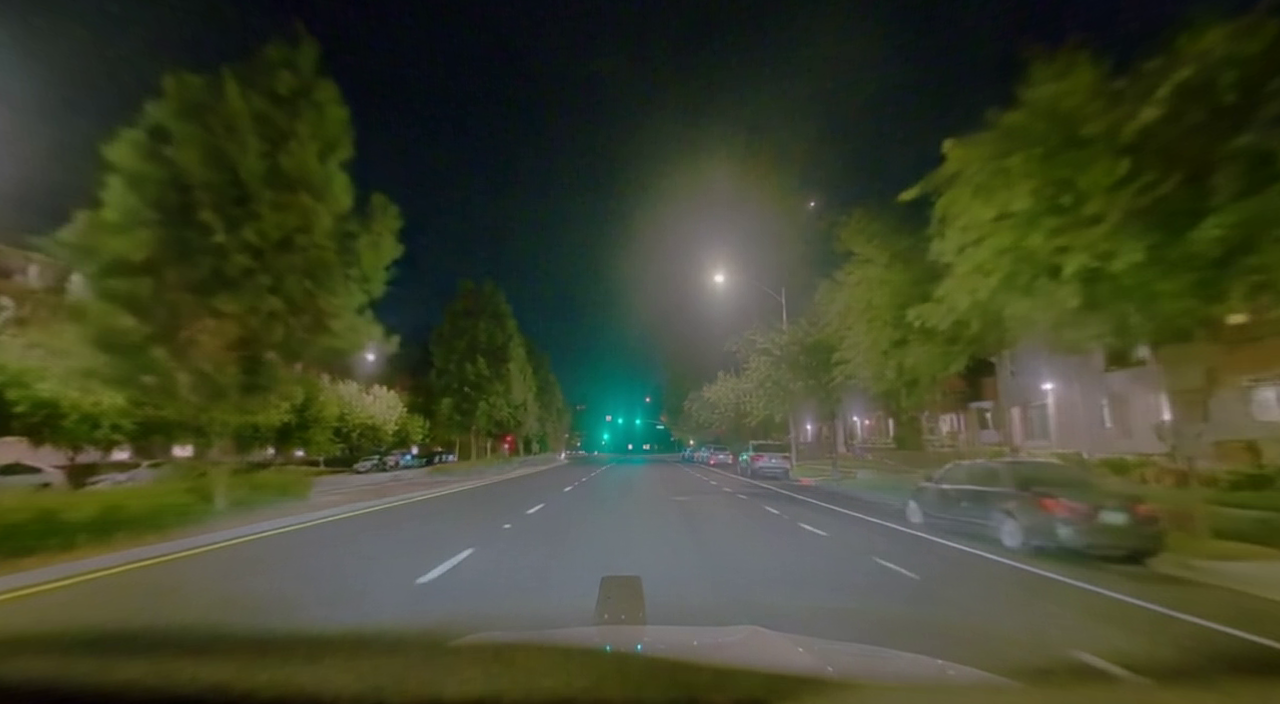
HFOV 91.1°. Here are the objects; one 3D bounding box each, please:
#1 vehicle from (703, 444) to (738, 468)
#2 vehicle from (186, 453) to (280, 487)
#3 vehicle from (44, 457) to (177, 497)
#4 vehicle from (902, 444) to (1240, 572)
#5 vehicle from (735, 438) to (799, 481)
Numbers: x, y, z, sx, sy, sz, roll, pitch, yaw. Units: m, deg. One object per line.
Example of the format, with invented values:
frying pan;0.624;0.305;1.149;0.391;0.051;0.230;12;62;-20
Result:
vehicle;5.943;7.718;46.785;1.918;1.662;4.393;1;-9;-2
vehicle;-22.018;6.376;34.213;1.911;1.473;4.610;-1;-6;3
vehicle;-22.254;5.233;26.650;1.785;1.461;4.377;0;-9;0
vehicle;6.069;2.200;9.721;1.945;1.481;4.421;1;-9;-3
vehicle;5.896;5.038;29.640;2.004;1.816;4.585;0;-9;-1
